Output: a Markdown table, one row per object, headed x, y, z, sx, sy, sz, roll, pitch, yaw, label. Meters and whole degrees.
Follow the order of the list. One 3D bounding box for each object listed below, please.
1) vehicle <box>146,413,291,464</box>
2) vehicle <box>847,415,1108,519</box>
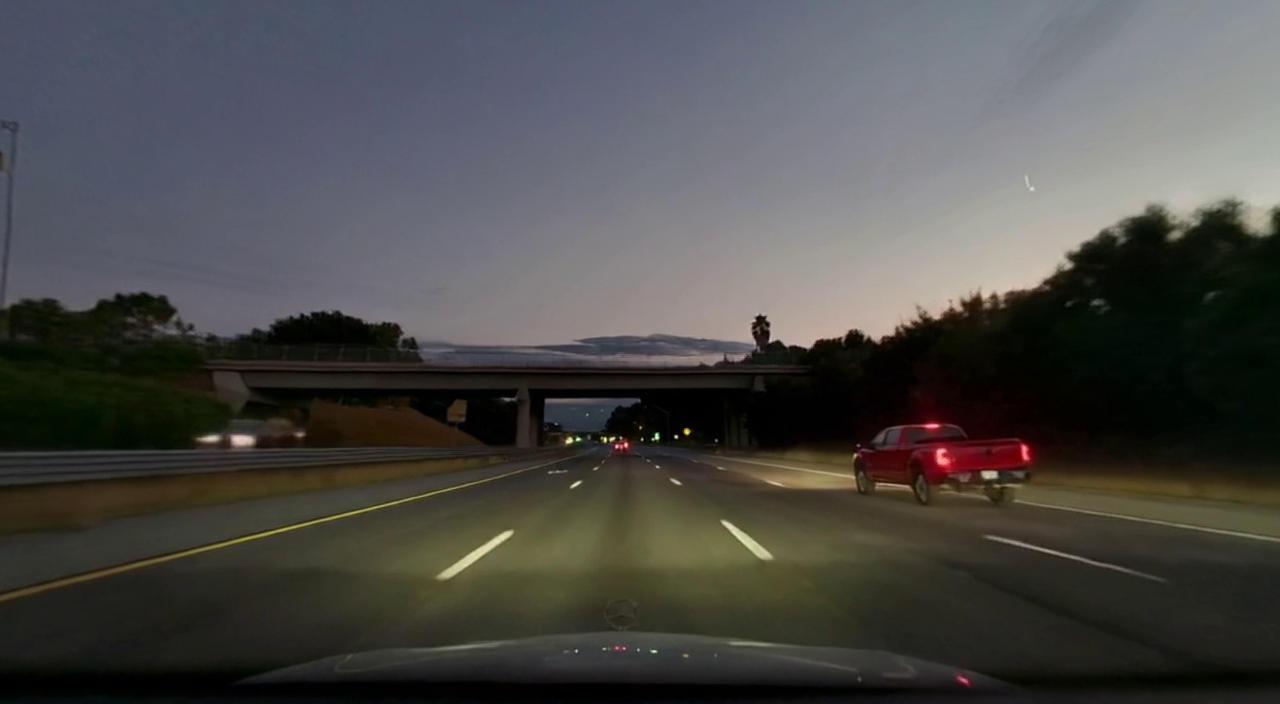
| x | y | z | sx | sy | sz | roll | pitch | yaw | label |
| --- | --- | --- | --- | --- | --- | --- | --- | --- | --- |
| -16.250 | 3.415 | 24.812 | 2.329 | 1.768 | 4.989 | 0 | -8 | -2 | vehicle |
| 6.973 | 2.481 | 14.265 | 2.395 | 1.819 | 6.086 | 0 | -9 | -2 | vehicle |
